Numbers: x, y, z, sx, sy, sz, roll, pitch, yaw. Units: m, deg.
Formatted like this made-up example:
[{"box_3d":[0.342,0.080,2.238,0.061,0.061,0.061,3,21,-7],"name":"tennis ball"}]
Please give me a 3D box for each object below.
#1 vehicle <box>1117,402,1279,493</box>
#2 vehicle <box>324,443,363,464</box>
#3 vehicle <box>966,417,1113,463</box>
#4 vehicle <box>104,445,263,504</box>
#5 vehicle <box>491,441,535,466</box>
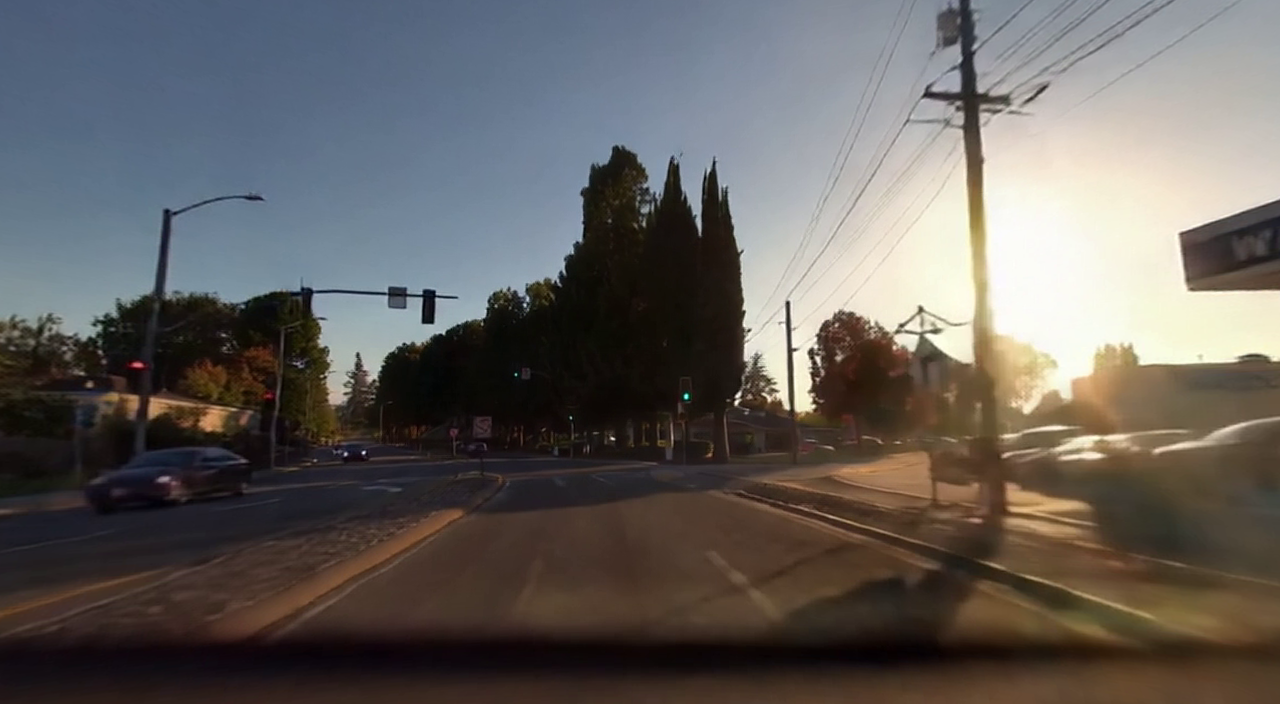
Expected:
[{"box_3d":[13.687,2.098,13.884,4.444,1.815,2.239,-1,-9,3],"name":"vehicle"},{"box_3d":[-22.322,7.580,47.461,2.207,1.503,4.561,4,-9,-29],"name":"vehicle"},{"box_3d":[14.991,3.345,23.913,4.141,1.648,2.036,0,-8,2],"name":"vehicle"},{"box_3d":[-12.924,3.426,18.293,1.863,1.439,4.351,1,-8,-9],"name":"vehicle"},{"box_3d":[-8.227,6.505,40.738,2.094,1.500,3.682,3,-9,-21],"name":"vehicle"}]
